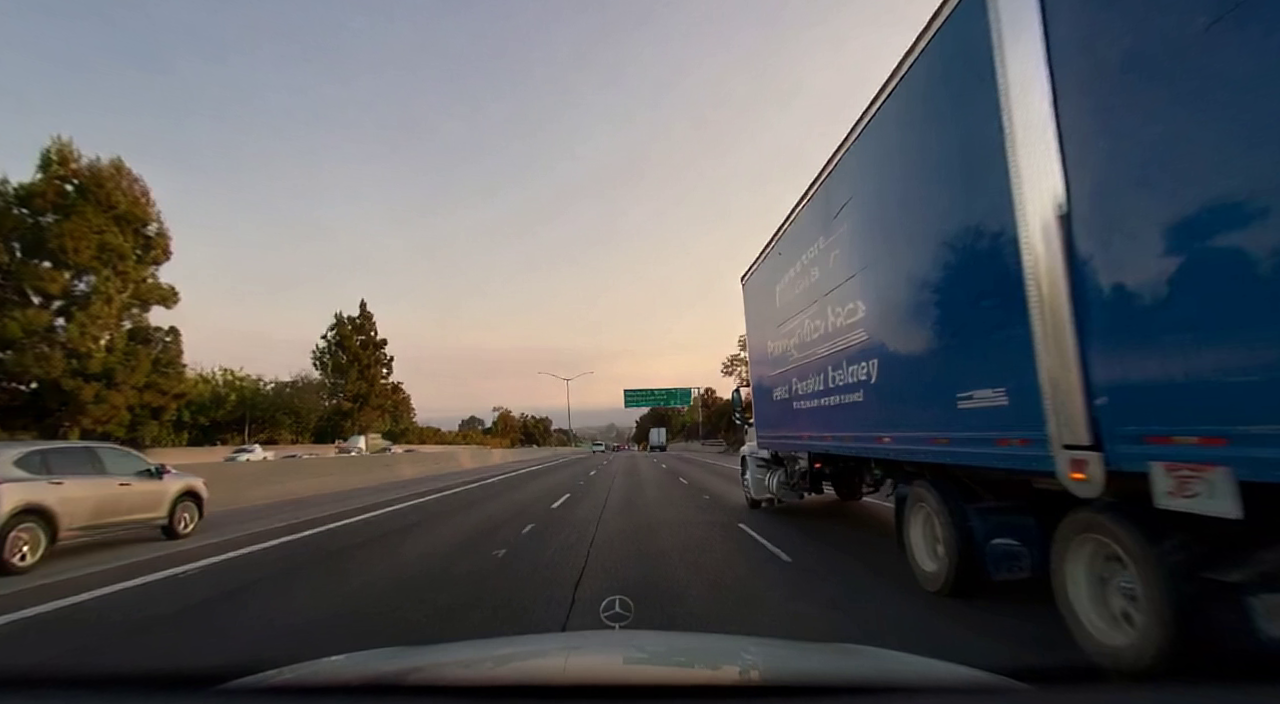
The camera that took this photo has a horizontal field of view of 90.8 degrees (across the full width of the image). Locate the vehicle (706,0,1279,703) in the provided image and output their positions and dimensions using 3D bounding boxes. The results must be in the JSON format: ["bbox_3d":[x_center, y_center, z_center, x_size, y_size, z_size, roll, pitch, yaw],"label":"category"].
[{"bbox_3d":[3.110,0.452,8.262,2.985,3.985,10.516,0,-9,-2],"label":"vehicle"}]

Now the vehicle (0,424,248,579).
[{"bbox_3d":[-7.288,1.712,7.817,2.033,1.494,4.508,0,-9,-1],"label":"vehicle"}]
